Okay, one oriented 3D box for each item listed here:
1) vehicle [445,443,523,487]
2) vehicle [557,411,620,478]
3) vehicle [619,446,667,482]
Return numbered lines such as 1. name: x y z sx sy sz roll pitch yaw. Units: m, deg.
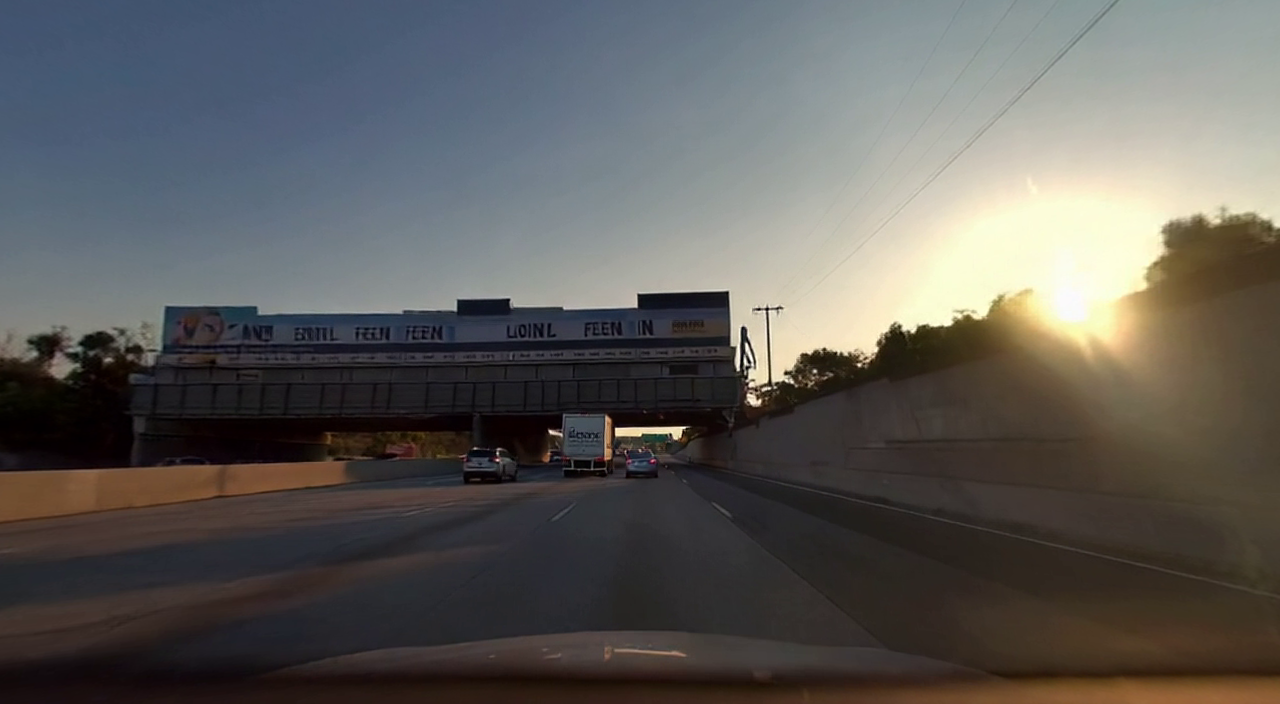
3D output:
1. vehicle: -6.521 4.775 26.918 2.124 1.674 4.541 0 -9 0
2. vehicle: -2.781 5.435 36.899 2.794 3.460 8.595 0 -9 1
3. vehicle: 0.138 5.289 30.097 2.168 1.597 3.615 0 -9 1
